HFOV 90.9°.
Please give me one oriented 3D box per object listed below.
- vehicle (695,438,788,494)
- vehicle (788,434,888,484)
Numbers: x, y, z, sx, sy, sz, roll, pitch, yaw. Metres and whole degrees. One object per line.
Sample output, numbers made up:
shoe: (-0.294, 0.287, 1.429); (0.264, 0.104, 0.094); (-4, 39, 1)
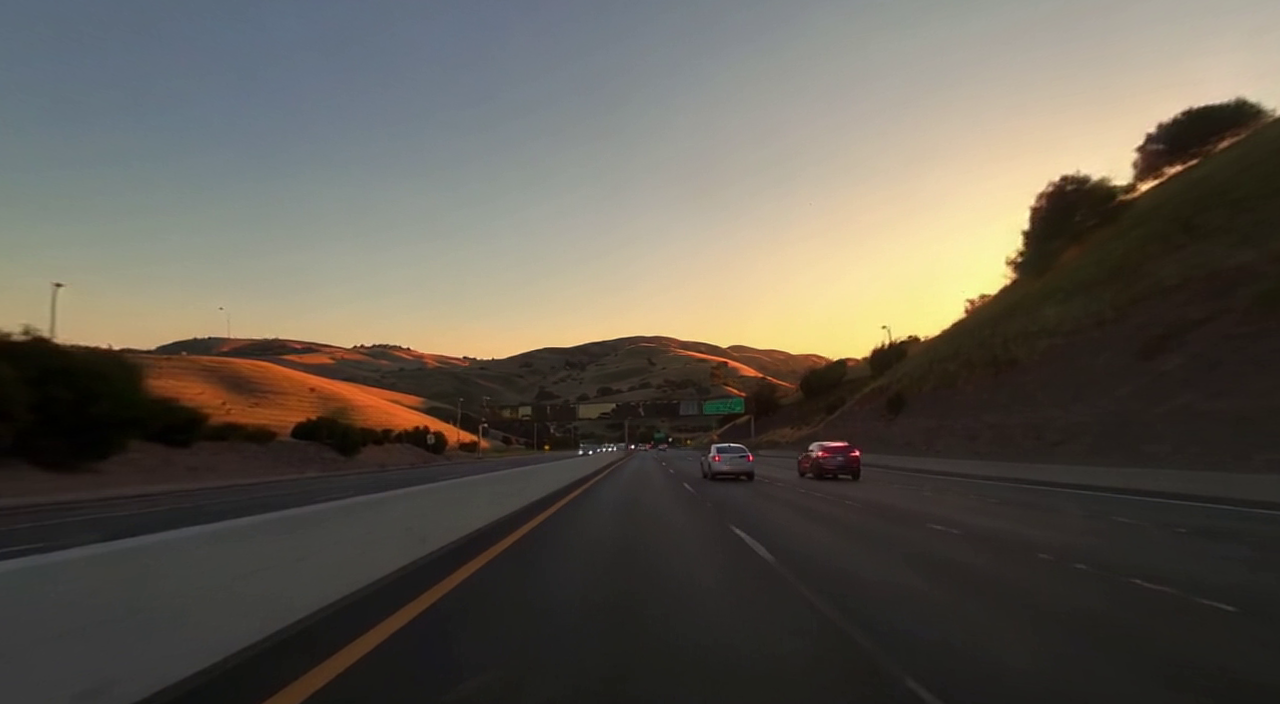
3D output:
vehicle: (2.870, 3.336, 18.828); (2.044, 1.444, 4.216); (0, -8, -1)
vehicle: (6.807, 3.725, 22.283); (1.988, 1.530, 4.777); (0, -8, 0)
